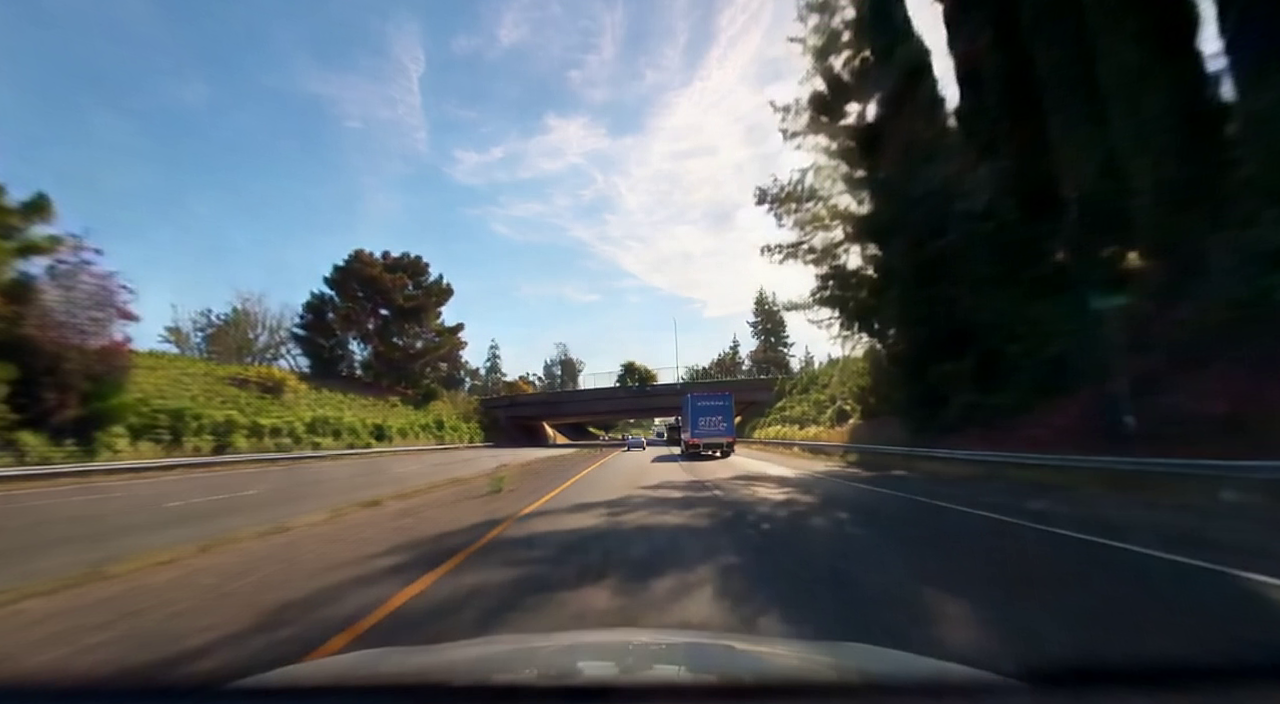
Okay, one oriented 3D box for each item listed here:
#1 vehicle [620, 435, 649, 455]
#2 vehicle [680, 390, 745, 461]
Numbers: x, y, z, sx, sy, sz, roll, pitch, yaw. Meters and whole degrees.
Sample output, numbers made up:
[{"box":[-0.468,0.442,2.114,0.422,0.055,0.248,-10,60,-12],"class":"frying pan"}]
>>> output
[{"box":[-0.405,6.648,45.144,1.996,1.325,4.029,0,-8,0],"class":"vehicle"},{"box":[3.620,3.778,32.304,2.913,3.491,2.811,0,-8,-1],"class":"vehicle"}]
